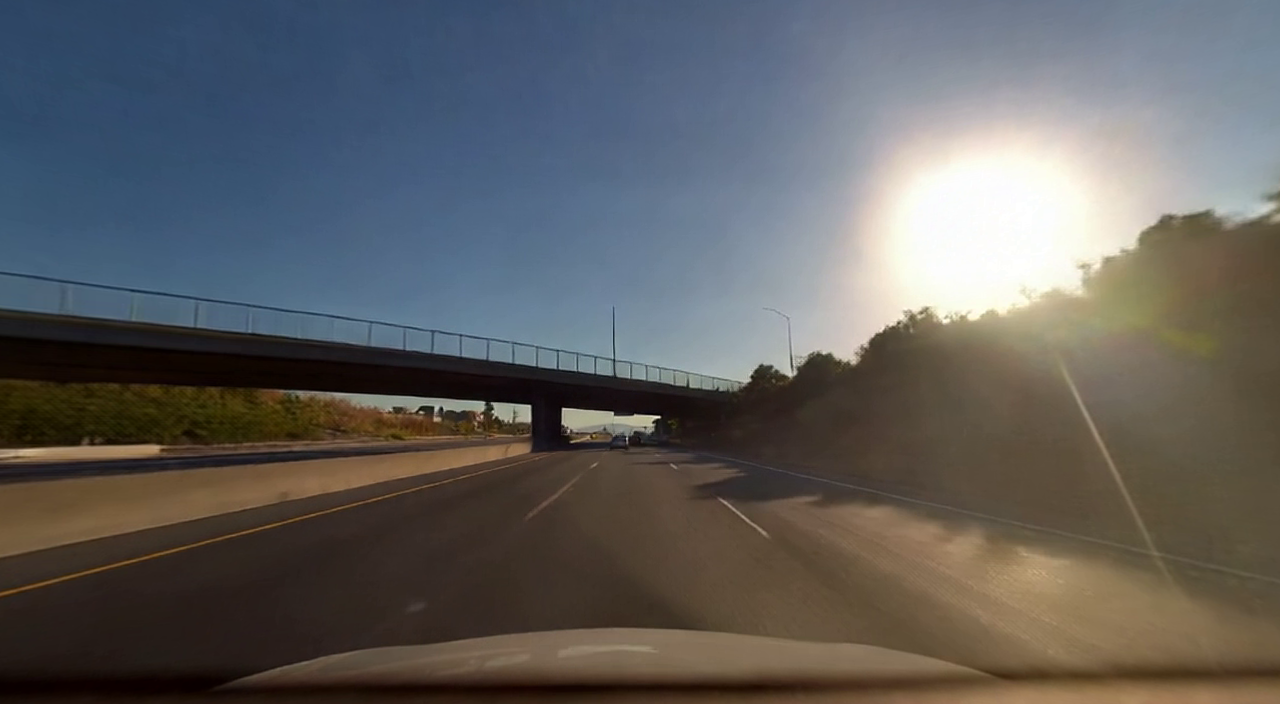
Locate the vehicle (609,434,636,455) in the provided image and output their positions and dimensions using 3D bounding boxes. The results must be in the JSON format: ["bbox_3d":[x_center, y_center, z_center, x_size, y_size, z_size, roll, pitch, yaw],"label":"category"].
[{"bbox_3d":[-1.335,7.089,48.628,1.993,1.519,4.046,0,-8,-1],"label":"vehicle"}]
